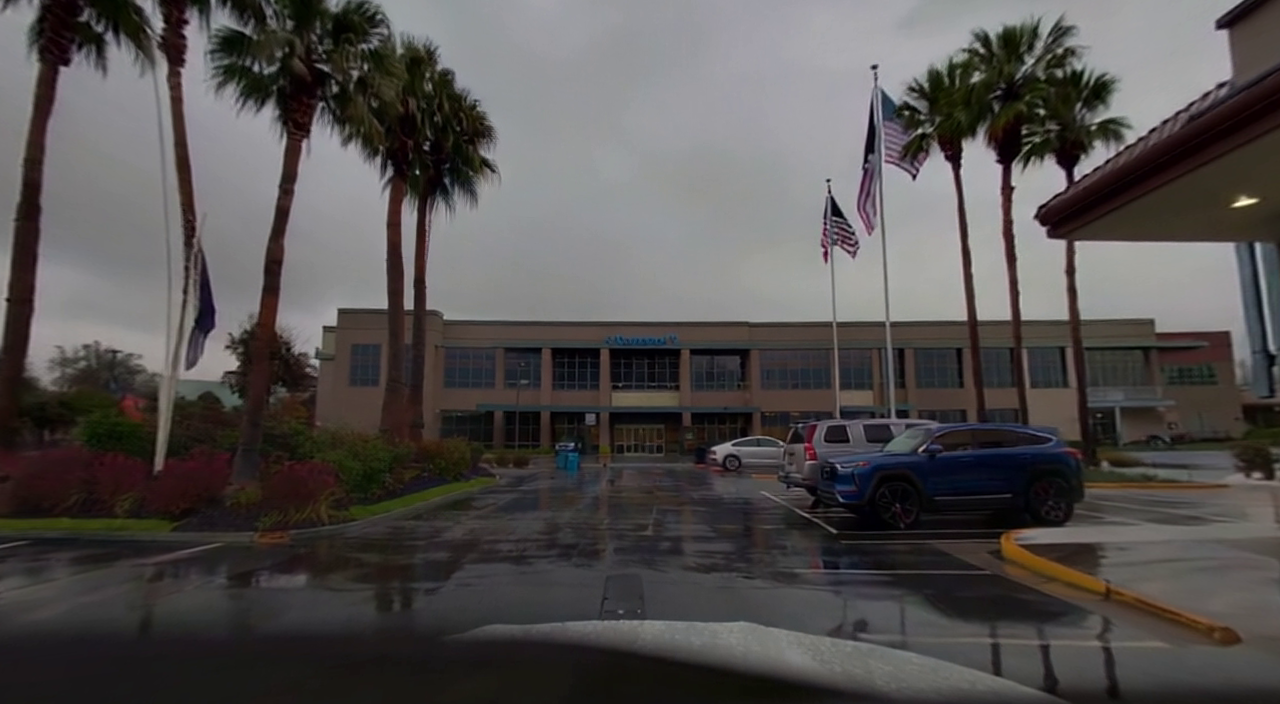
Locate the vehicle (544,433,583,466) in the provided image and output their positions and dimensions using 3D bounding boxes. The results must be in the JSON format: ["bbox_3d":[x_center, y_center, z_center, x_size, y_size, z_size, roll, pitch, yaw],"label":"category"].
[{"bbox_3d":[-5.401,6.892,44.876,1.943,1.890,4.472,3,-4,3],"label":"vehicle"}]

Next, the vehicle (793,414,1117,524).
[{"bbox_3d":[5.218,2.001,11.009,4.567,1.723,1.926,0,-8,2],"label":"vehicle"}]
